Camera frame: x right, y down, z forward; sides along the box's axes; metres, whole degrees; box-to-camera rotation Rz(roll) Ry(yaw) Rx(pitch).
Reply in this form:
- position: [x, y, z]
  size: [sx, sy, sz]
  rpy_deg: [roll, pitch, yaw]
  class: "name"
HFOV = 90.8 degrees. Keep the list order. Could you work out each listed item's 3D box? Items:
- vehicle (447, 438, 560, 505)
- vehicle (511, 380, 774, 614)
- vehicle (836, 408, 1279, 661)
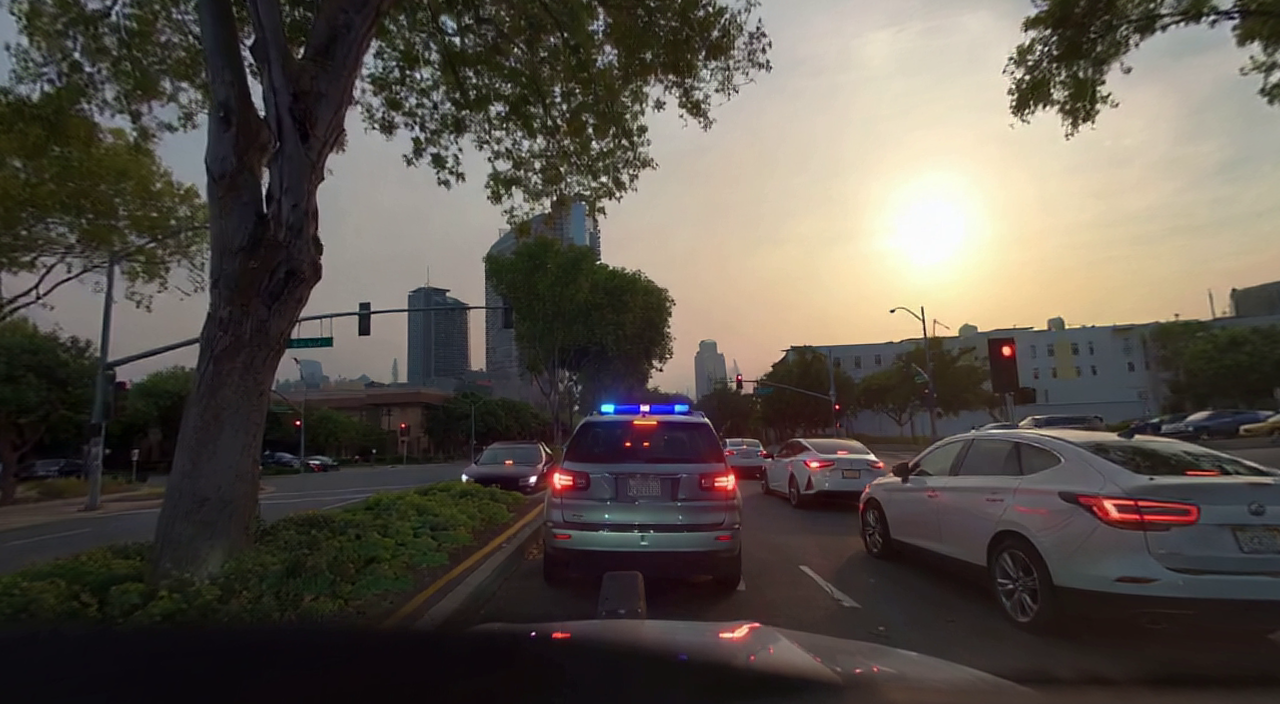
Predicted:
- position: [-3.306, 2.980, 16.209]
  size: [1.913, 1.464, 4.276]
  rpy_deg: [0, -8, 0]
  class: "vehicle"
- position: [-0.030, 1.457, 7.264]
  size: [2.038, 1.819, 4.505]
  rpy_deg: [0, -8, -1]
  class: "vehicle"
- position: [3.646, 1.413, 6.077]
  size: [1.995, 1.483, 4.533]
  rpy_deg: [0, -8, -1]
  class: "vehicle"
